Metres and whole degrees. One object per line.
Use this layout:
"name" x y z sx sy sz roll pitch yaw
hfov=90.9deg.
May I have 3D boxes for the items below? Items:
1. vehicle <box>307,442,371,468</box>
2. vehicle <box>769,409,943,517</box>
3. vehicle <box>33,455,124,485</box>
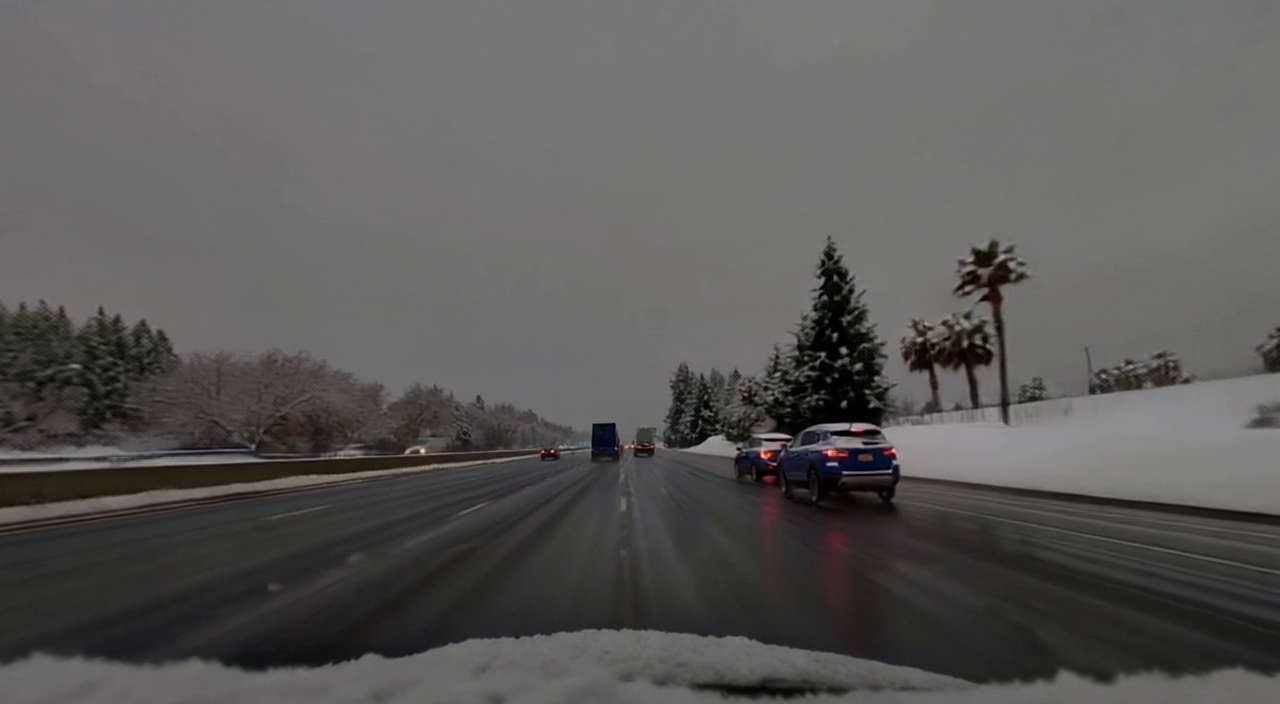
"vehicle" -20.377 7.003 42.933 2.080 1.639 4.832 0 -8 -1
"vehicle" 5.024 2.683 15.708 2.408 2.210 4.999 0 -8 -2
"vehicle" -27.370 5.731 30.869 1.447 1.315 3.272 0 -8 -1
